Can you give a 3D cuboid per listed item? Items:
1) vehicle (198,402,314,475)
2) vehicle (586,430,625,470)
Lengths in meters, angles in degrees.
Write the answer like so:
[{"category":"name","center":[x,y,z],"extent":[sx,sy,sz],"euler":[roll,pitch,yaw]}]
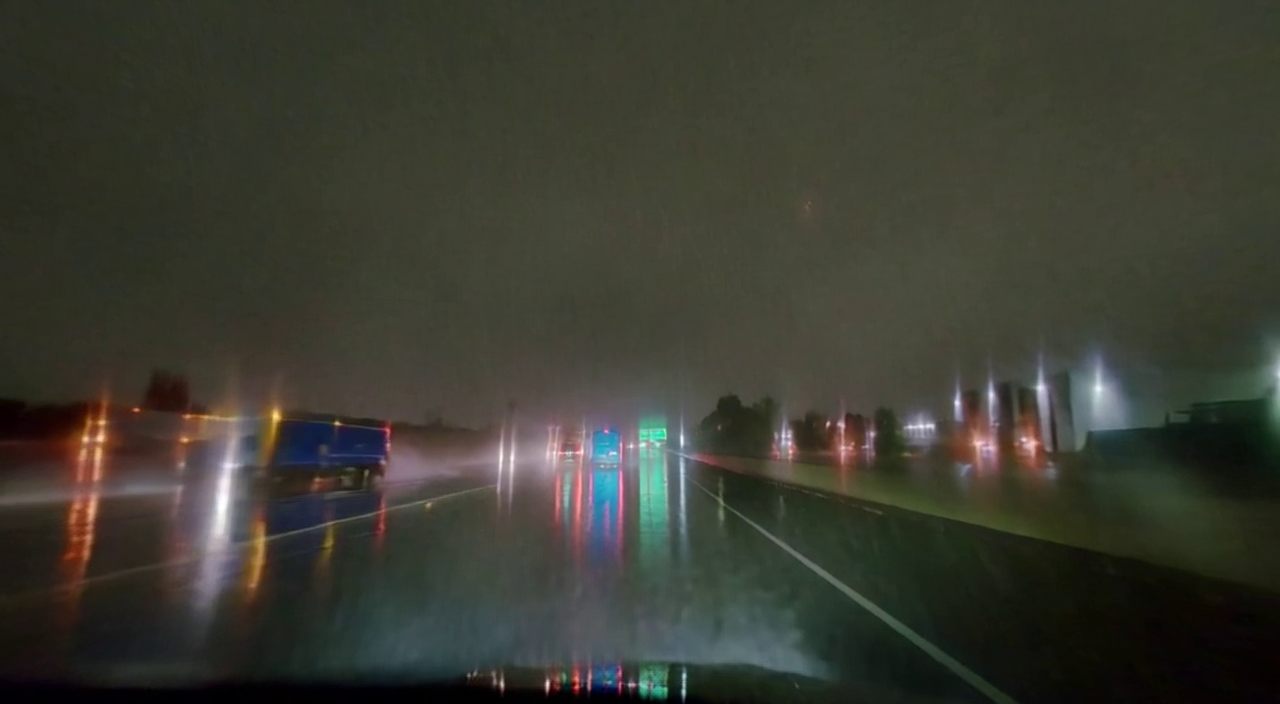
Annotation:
[{"category":"vehicle","center":[-22.815,5.247,37.946],"extent":[2.963,3.995,5.922],"euler":[0,-9,1]},{"category":"vehicle","center":[-2.321,6.857,44.203],"extent":[2.437,2.565,5.829],"euler":[0,-9,0]}]
